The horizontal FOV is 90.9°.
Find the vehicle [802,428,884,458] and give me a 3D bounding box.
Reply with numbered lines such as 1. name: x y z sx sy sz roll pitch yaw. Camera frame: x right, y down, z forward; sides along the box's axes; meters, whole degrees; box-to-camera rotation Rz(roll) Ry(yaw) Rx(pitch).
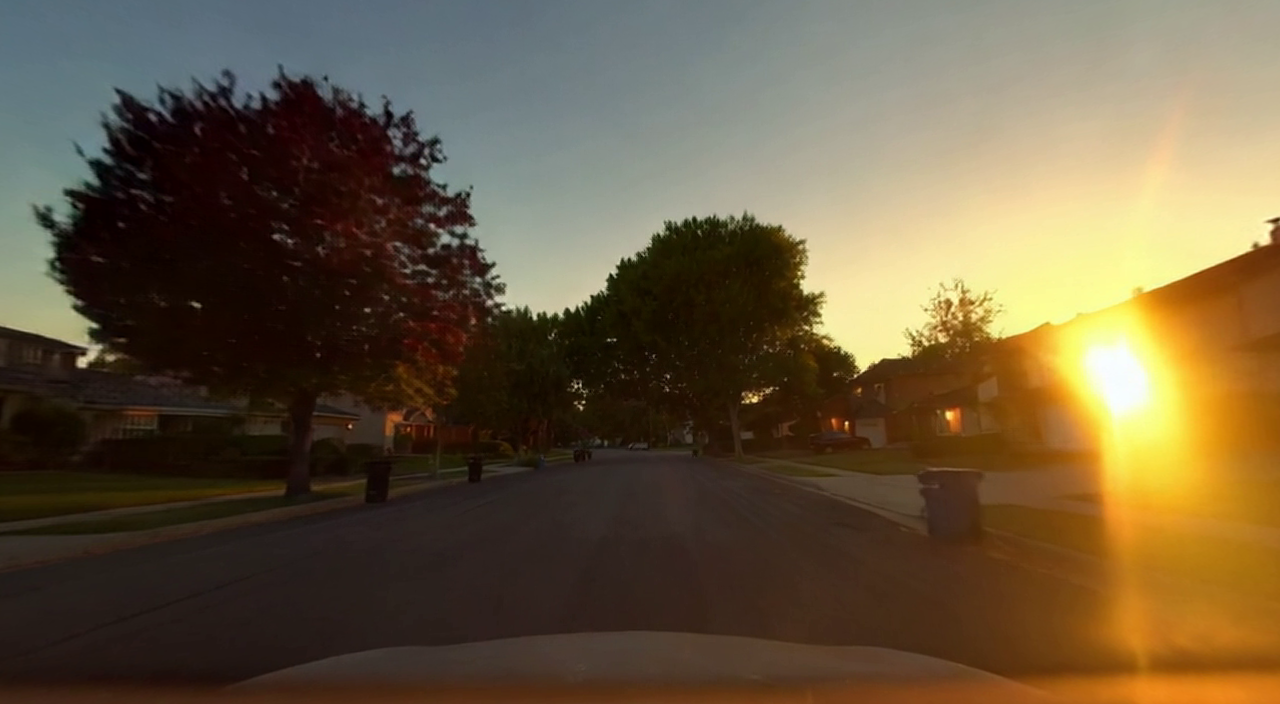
1. vehicle: 13.076 5.906 40.739 4.581 1.853 2.024 1 -8 -7
